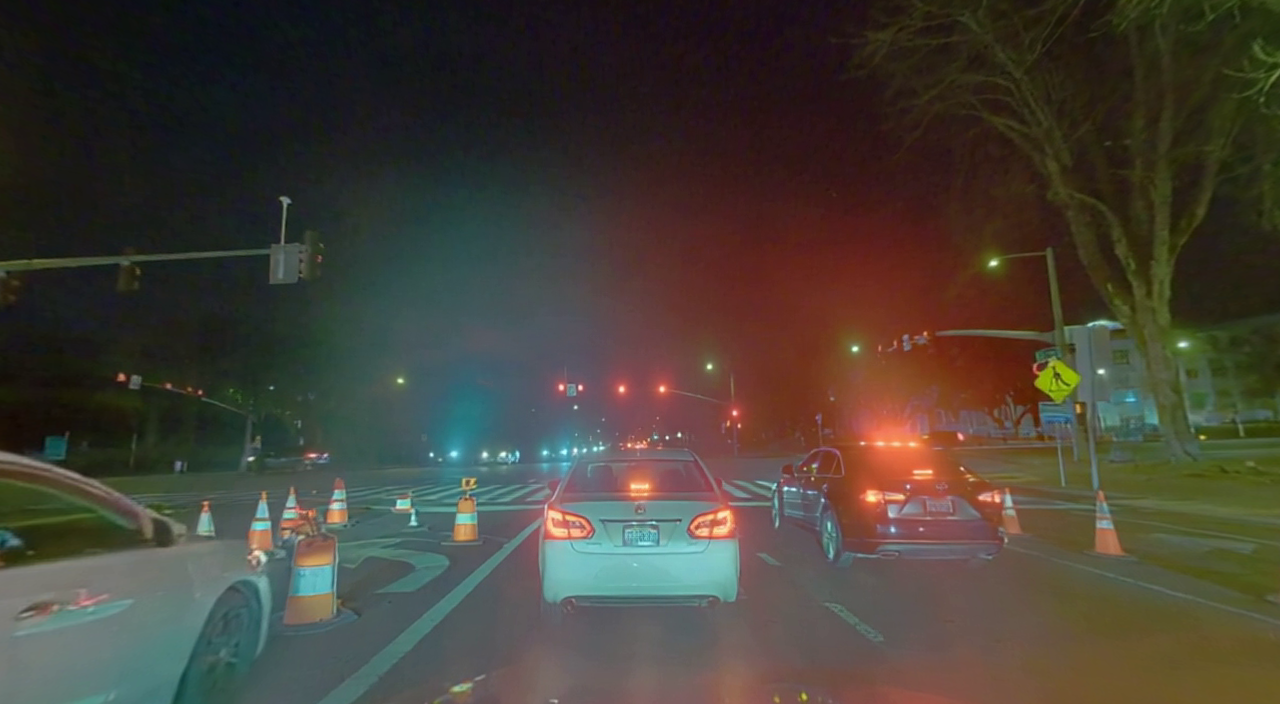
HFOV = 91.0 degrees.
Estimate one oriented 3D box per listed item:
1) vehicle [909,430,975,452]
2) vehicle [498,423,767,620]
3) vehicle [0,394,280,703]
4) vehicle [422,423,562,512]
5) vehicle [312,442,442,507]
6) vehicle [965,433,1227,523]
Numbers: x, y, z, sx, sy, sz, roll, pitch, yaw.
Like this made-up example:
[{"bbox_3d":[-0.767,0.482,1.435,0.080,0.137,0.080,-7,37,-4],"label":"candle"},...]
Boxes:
[{"bbox_3d":[23.766,7.020,49.630,4.211,1.659,1.983,0,-9,0],"label":"vehicle"},{"bbox_3d":[-0.114,1.627,7.066,2.061,1.486,4.332,0,-8,-2],"label":"vehicle"},{"bbox_3d":[-3.637,0.949,2.633,1.863,1.526,4.006,0,-9,0],"label":"vehicle"},{"bbox_3d":[-3.307,2.706,15.211,2.096,1.789,4.719,0,-9,2],"label":"vehicle"},{"bbox_3d":[-6.530,3.043,16.059,1.825,1.460,3.365,0,-9,0],"label":"vehicle"},{"bbox_3d":[9.350,2.587,13.578,1.957,1.576,4.670,0,-9,-3],"label":"vehicle"}]
